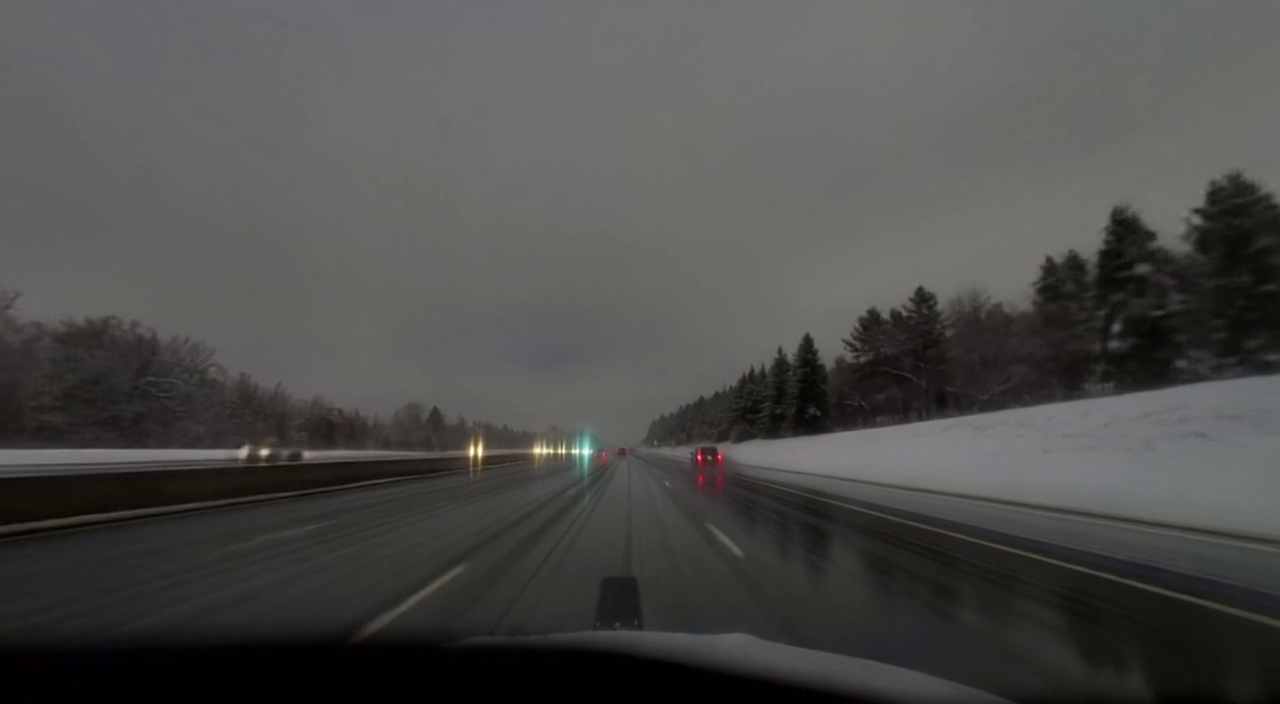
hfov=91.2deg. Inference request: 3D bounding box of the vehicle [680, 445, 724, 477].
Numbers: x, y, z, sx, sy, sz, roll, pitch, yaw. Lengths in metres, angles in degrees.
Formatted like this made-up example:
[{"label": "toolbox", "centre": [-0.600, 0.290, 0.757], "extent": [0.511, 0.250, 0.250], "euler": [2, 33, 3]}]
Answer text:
[{"label": "vehicle", "centre": [3.245, 5.760, 33.395], "extent": [1.895, 1.555, 4.030], "euler": [0, -9, 0]}]
